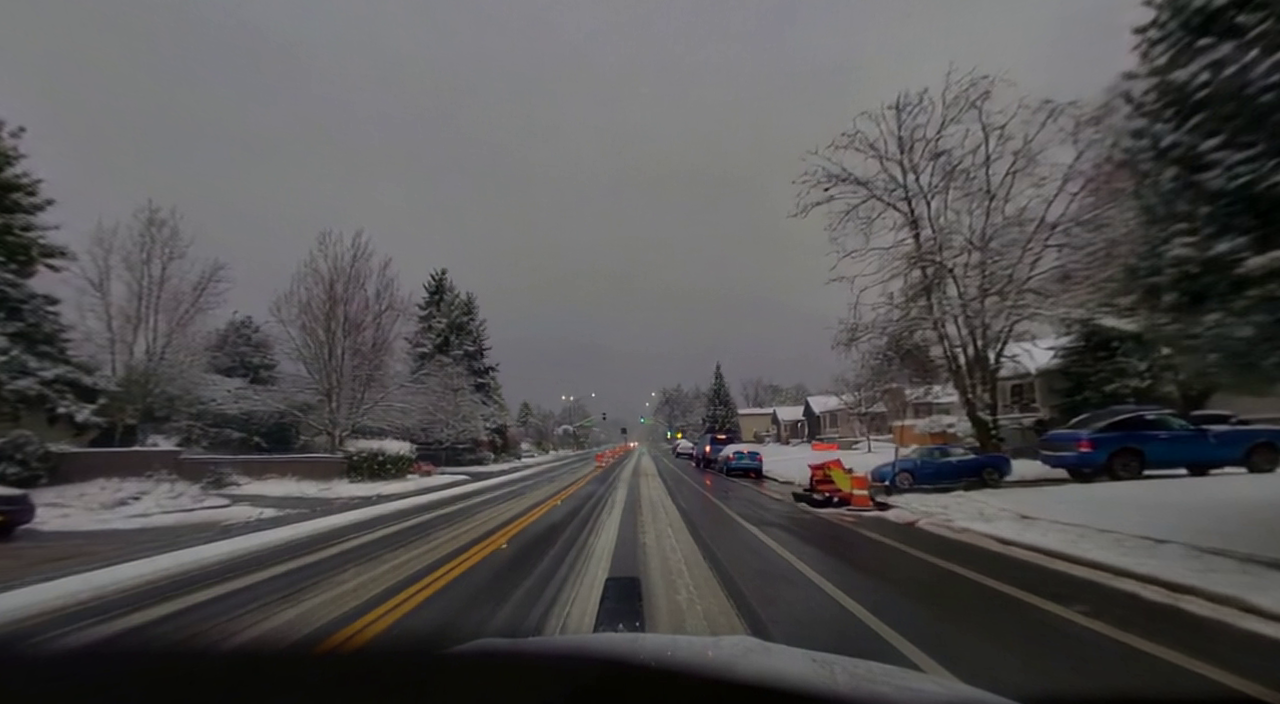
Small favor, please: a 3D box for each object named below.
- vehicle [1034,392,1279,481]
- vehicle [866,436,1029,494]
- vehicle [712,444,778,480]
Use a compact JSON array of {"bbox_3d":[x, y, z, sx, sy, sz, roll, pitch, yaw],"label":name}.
[{"bbox_3d":[14.919,2.360,17.620,6.037,2.247,2.657,0,-9,-2],"label":"vehicle"},{"bbox_3d":[8.427,3.100,17.559,3.561,1.465,1.870,1,-7,-2],"label":"vehicle"},{"bbox_3d":[4.235,4.507,26.195,1.928,1.333,4.586,0,-8,-1],"label":"vehicle"}]
